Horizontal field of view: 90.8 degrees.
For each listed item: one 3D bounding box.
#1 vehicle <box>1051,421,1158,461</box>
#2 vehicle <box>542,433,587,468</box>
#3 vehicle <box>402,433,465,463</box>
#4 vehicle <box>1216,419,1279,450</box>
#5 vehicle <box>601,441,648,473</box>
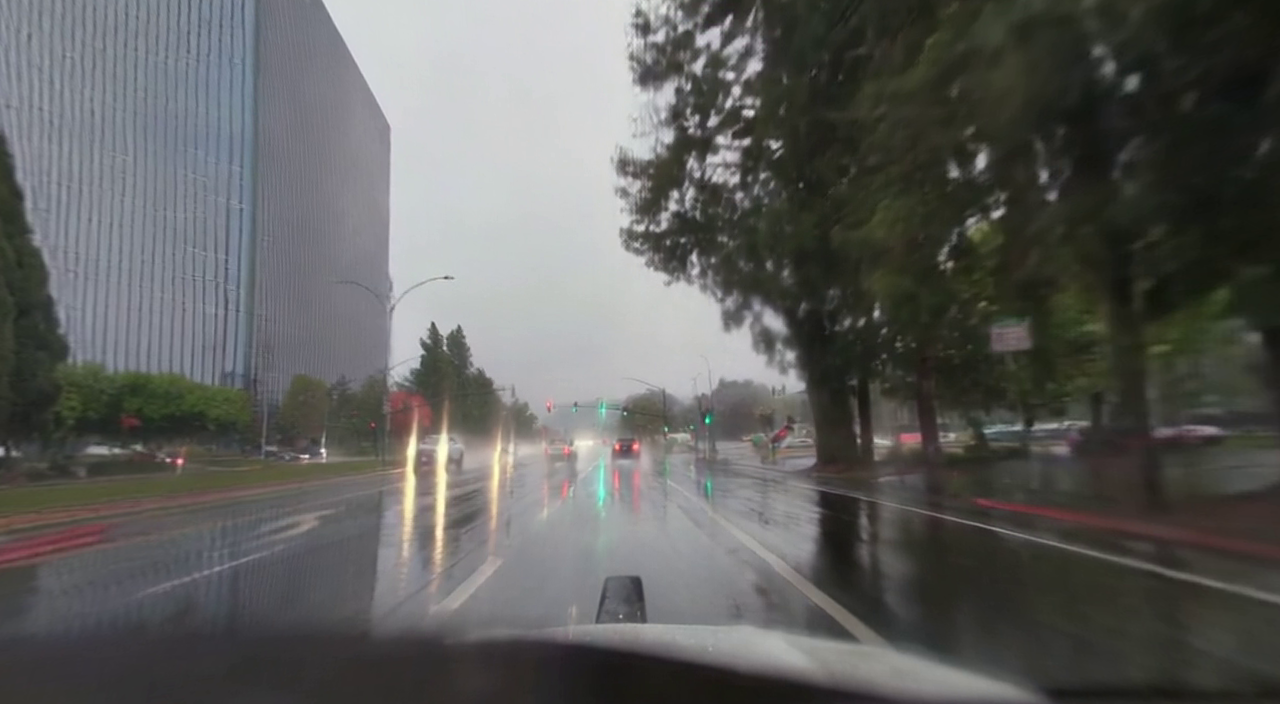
[{"bbox_3d":[20.966,3.989,28.779,1.841,1.555,4.431,-5,-6,7],"label":"vehicle"},{"bbox_3d":[-4.125,5.454,35.178,2.001,1.784,4.483,0,-8,-1],"label":"vehicle"},{"bbox_3d":[-16.118,7.587,49.943,2.680,2.131,6.995,-1,-8,-1],"label":"vehicle"},{"bbox_3d":[37.972,4.959,37.957,4.381,1.724,2.037,-2,-9,7],"label":"vehicle"},{"bbox_3d":[-0.778,4.963,30.093,2.050,1.385,4.096,0,-8,-2],"label":"vehicle"}]
